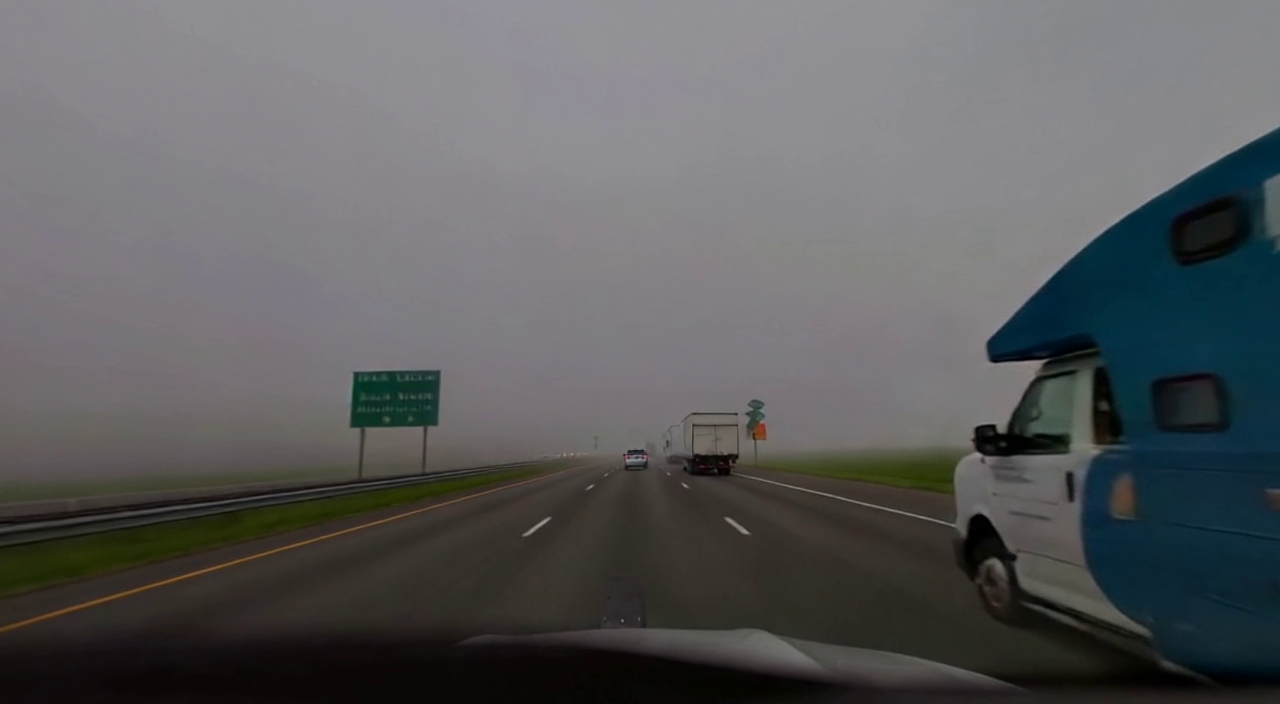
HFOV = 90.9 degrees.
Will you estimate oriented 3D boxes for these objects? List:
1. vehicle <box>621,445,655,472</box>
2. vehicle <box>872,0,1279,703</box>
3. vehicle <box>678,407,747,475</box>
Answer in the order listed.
[{"bbox_3d":[-0.143,7.007,41.742,2.151,1.678,3.923,0,-9,0],"label":"vehicle"},{"bbox_3d":[3.561,0.080,1.998,2.698,3.001,7.323,0,-9,-1],"label":"vehicle"},{"bbox_3d":[4.027,5.328,37.291,2.931,3.530,8.760,0,-9,0],"label":"vehicle"}]
